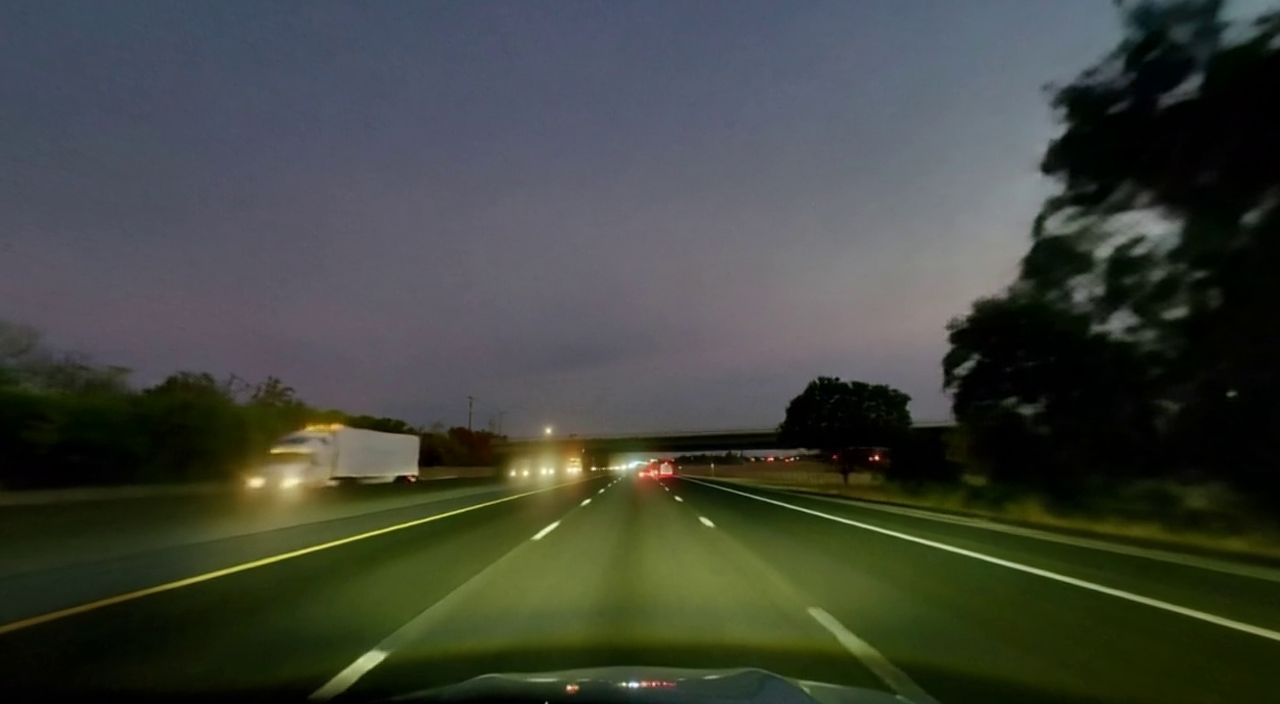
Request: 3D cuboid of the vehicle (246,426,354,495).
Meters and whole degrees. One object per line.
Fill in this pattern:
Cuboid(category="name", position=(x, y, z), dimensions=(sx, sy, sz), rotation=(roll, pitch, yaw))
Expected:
Cuboid(category="vehicle", position=(-19.539, 6.354, 36.662), dimensions=(2.844, 3.623, 5.761), rotation=(1, -11, 0))
